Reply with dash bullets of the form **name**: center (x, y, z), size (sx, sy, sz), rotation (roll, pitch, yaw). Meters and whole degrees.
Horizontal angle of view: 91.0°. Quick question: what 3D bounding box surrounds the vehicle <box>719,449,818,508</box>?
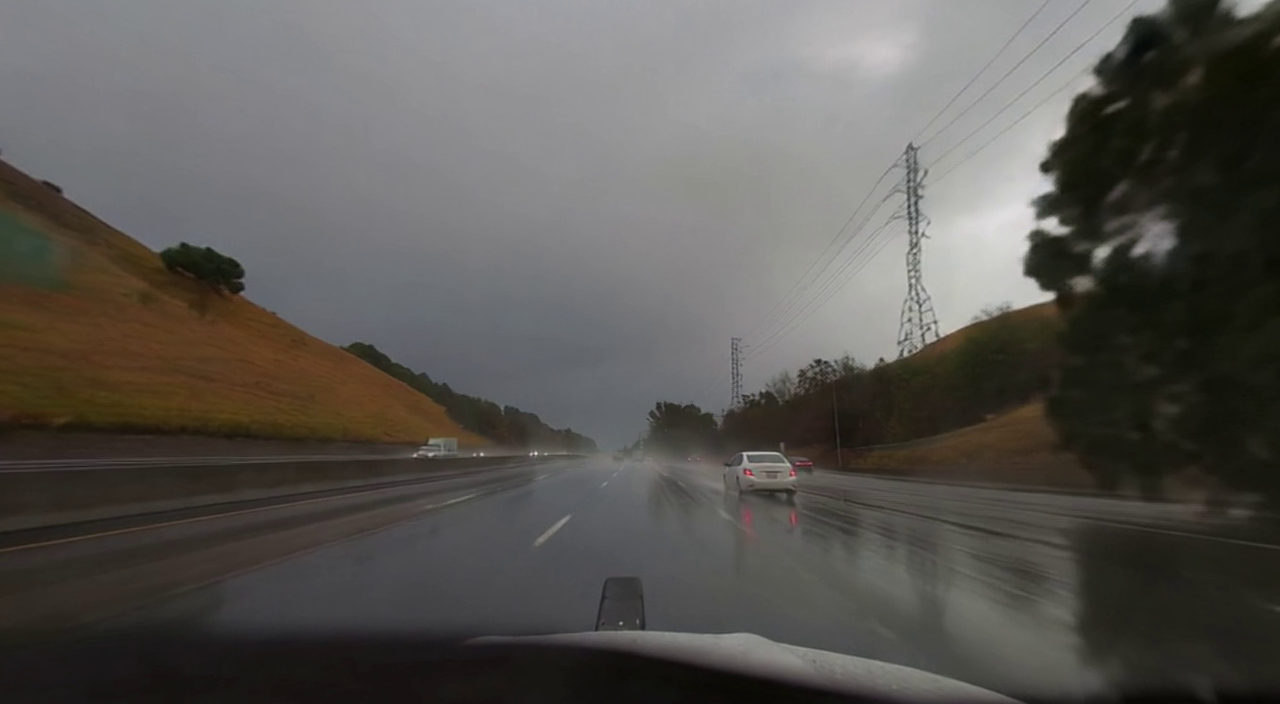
- **vehicle**: center (3.745, 3.750, 19.190), size (2.086, 1.542, 4.355), rotation (0, -9, 0)
